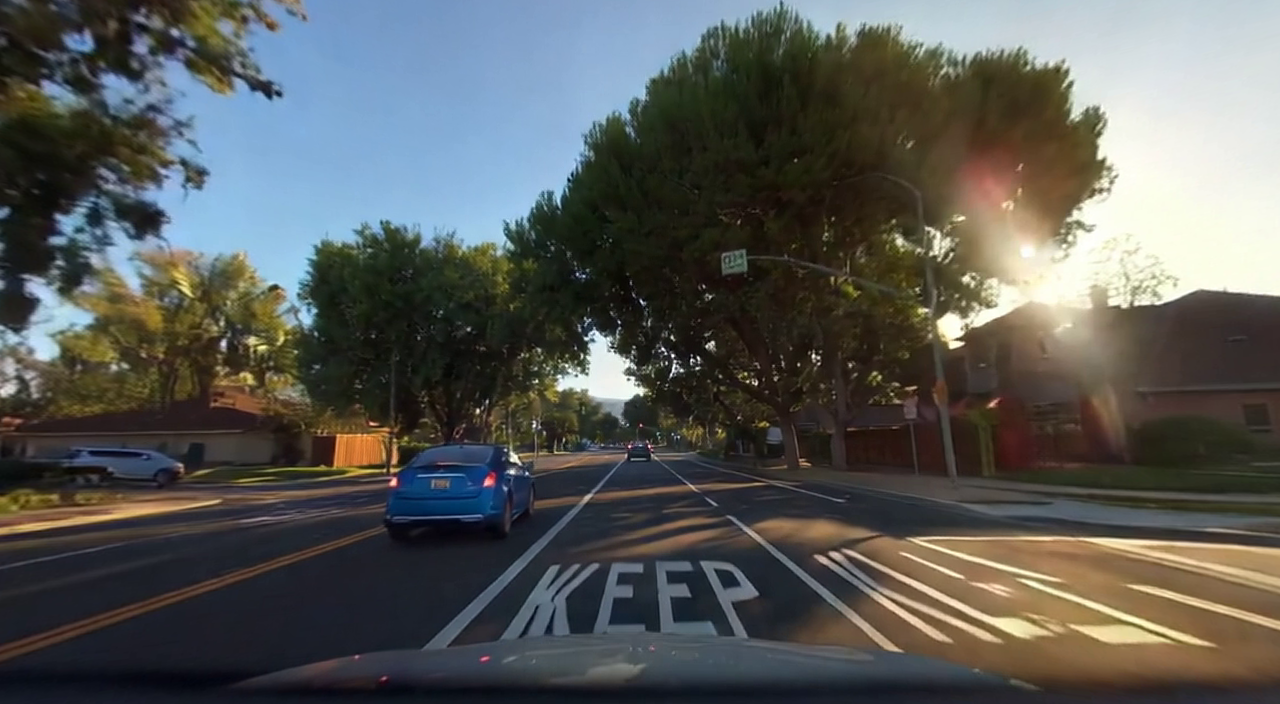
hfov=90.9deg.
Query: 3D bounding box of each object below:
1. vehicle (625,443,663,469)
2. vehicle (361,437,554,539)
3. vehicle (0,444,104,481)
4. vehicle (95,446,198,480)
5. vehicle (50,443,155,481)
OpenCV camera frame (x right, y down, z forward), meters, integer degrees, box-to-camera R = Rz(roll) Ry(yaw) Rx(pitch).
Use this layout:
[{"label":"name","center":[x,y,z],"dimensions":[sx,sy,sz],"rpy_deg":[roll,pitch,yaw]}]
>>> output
[{"label":"vehicle","center":[0.240,6.436,39.318],"dimensions":[2.226,1.505,4.128],"rpy_deg":[0,-8,0]},{"label":"vehicle","center":[-3.043,2.390,11.864],"dimensions":[2.158,1.469,4.909],"rpy_deg":[0,-8,0]},{"label":"vehicle","center":[-29.287,5.462,31.356],"dimensions":[1.838,1.685,3.766],"rpy_deg":[0,-8,0]},{"label":"vehicle","center":[-23.821,5.359,30.626],"dimensions":[1.894,1.508,3.783],"rpy_deg":[0,-8,0]},{"label":"vehicle","center":[-26.367,5.366,31.082],"dimensions":[1.919,1.701,3.695],"rpy_deg":[0,-8,-2]}]
